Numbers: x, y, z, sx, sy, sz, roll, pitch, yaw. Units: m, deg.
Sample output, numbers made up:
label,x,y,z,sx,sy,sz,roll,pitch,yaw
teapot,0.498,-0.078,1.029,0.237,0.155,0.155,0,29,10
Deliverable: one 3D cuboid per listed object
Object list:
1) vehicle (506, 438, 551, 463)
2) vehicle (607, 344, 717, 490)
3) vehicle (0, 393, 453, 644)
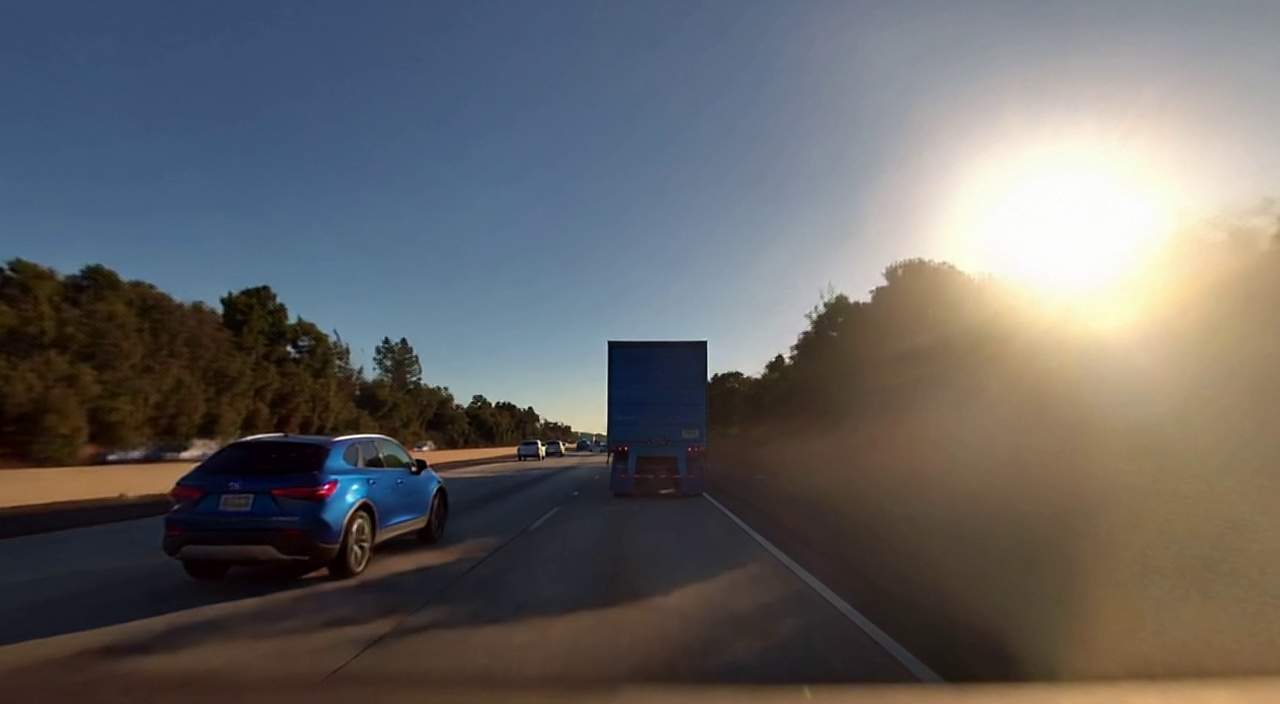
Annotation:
label,x,y,z,sx,sy,sz,roll,pitch,yaw
vehicle,-6.809,6.079,38.891,1.882,1.451,4.416,0,-8,1
vehicle,0.595,2.483,21.988,2.870,3.841,10.653,0,-8,0
vehicle,-3.611,1.434,6.428,2.077,1.671,4.249,0,-8,0
